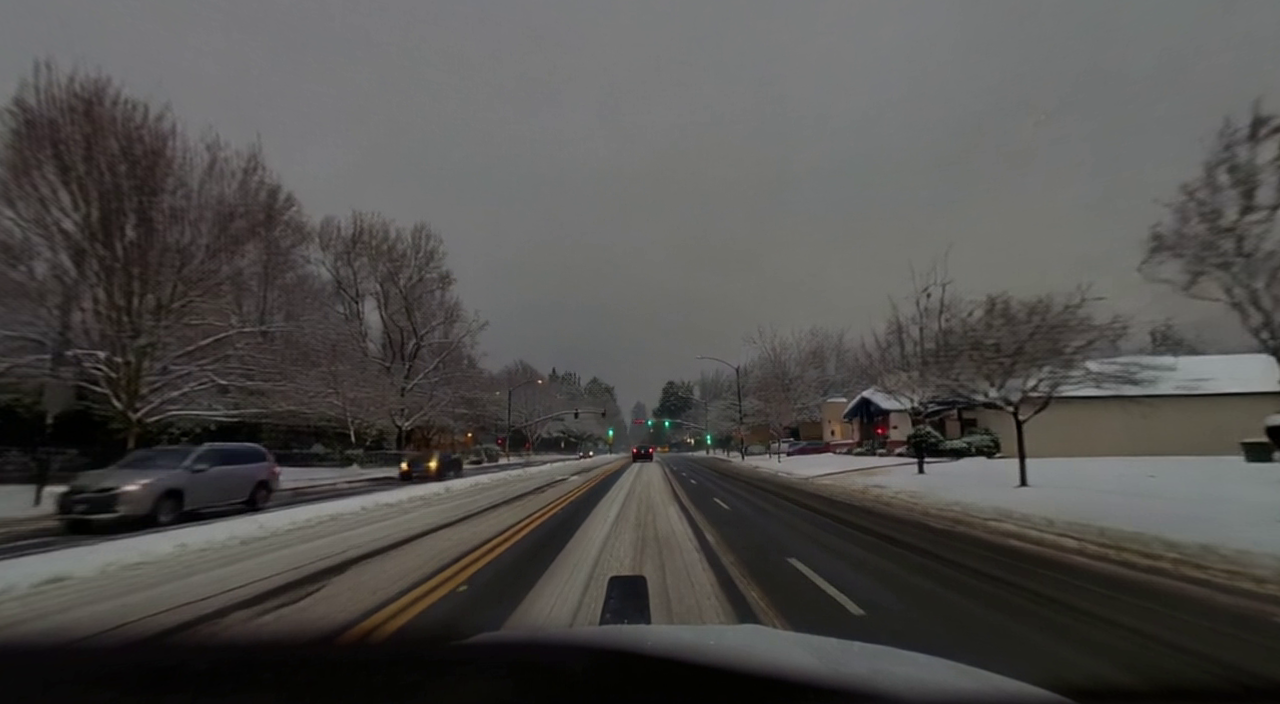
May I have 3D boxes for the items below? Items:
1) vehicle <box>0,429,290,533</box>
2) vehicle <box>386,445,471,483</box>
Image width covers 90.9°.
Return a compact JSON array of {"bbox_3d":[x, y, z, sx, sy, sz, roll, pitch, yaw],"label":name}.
[{"bbox_3d":[-9.910,2.578,13.283,2.230,1.777,4.797,0,-8,1],"label":"vehicle"},{"bbox_3d":[-8.923,4.753,27.004,1.946,1.470,4.443,0,-8,2],"label":"vehicle"}]
